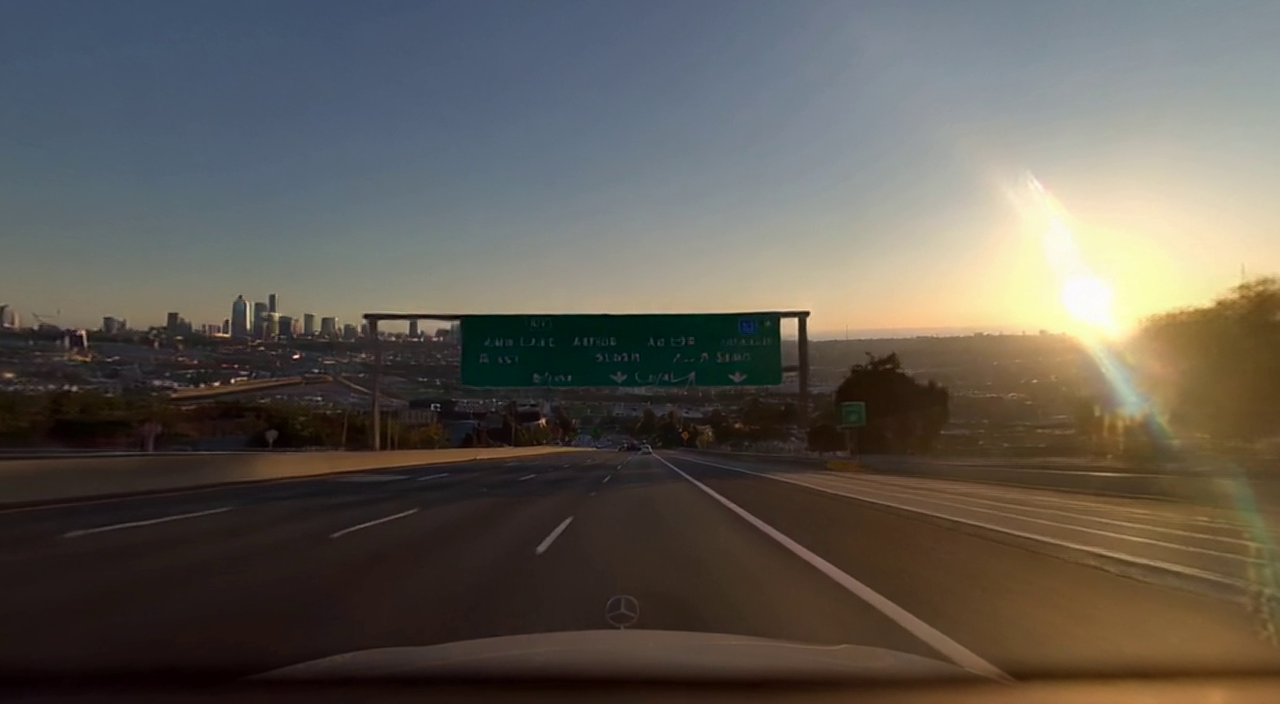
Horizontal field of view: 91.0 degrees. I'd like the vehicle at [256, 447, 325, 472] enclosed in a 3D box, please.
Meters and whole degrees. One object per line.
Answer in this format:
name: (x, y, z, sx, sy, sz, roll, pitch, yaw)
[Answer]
vehicle: (-22.702, 6.970, 41.084, 1.836, 1.517, 4.426, 0, -9, 2)
